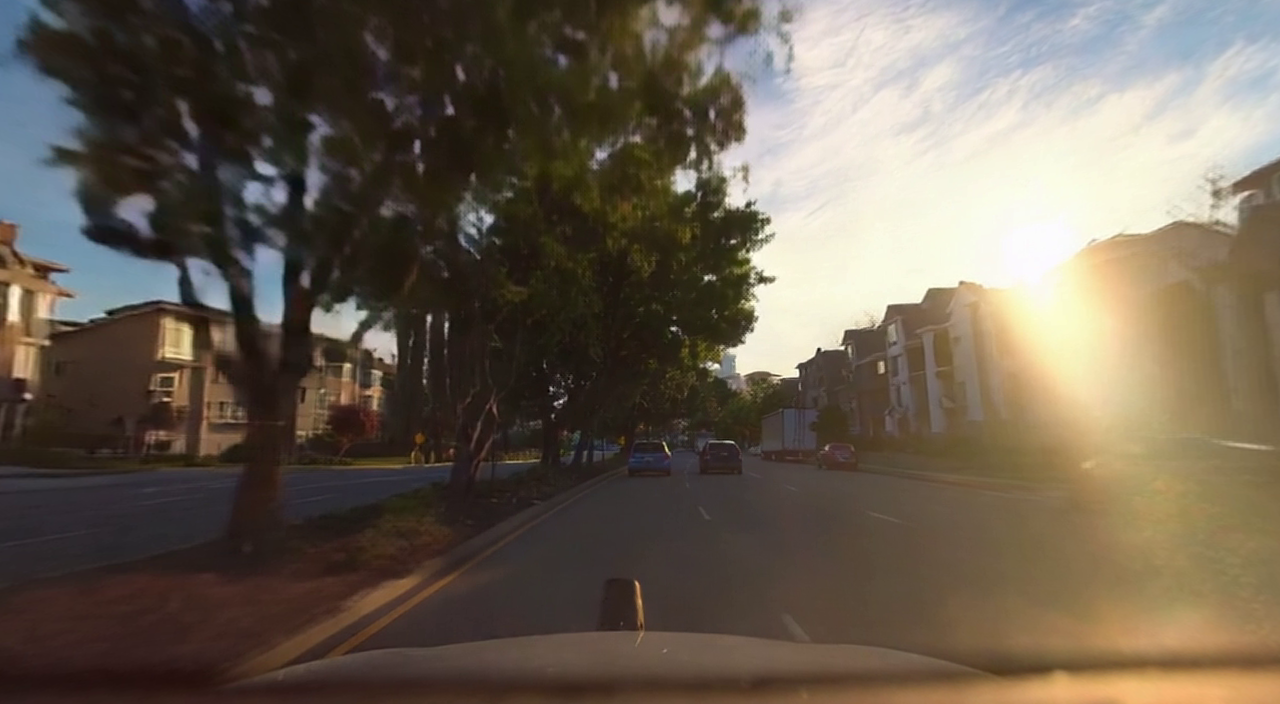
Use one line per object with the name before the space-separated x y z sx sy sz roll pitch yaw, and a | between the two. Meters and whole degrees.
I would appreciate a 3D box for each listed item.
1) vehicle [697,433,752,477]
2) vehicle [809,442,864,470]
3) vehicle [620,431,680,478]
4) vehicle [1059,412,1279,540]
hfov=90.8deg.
vehicle | 3.747 4.677 28.897 2.033 1.823 4.409 0 -9 2
vehicle | 11.313 6.039 36.739 1.901 1.496 4.948 0 -9 4
vehicle | 0.506 4.412 27.365 2.345 1.841 5.032 0 -9 3
vehicle | 10.234 2.167 11.615 1.938 1.860 4.690 0 -9 2
